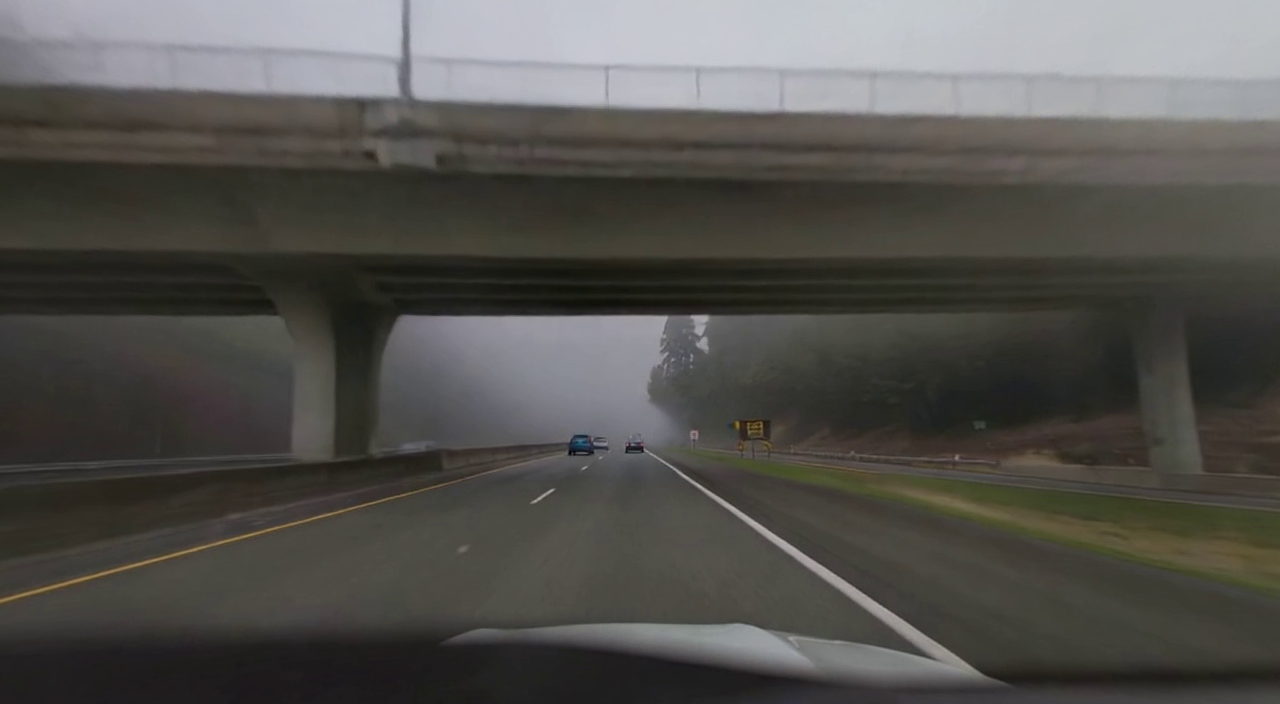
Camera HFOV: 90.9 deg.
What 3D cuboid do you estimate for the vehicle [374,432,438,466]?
[{"bbox_3d":[-13.411,5.559,36.372,1.945,1.808,4.670,0,-8,-1],"label":"vehicle"}]

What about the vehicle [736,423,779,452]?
[{"bbox_3d":[9.003,6.628,48.686,2.123,2.156,4.679,1,-8,-4],"label":"vehicle"}]

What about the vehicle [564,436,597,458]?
[{"bbox_3d":[-4.531,7.246,48.368,2.169,1.588,4.264,0,-8,-1],"label":"vehicle"}]
